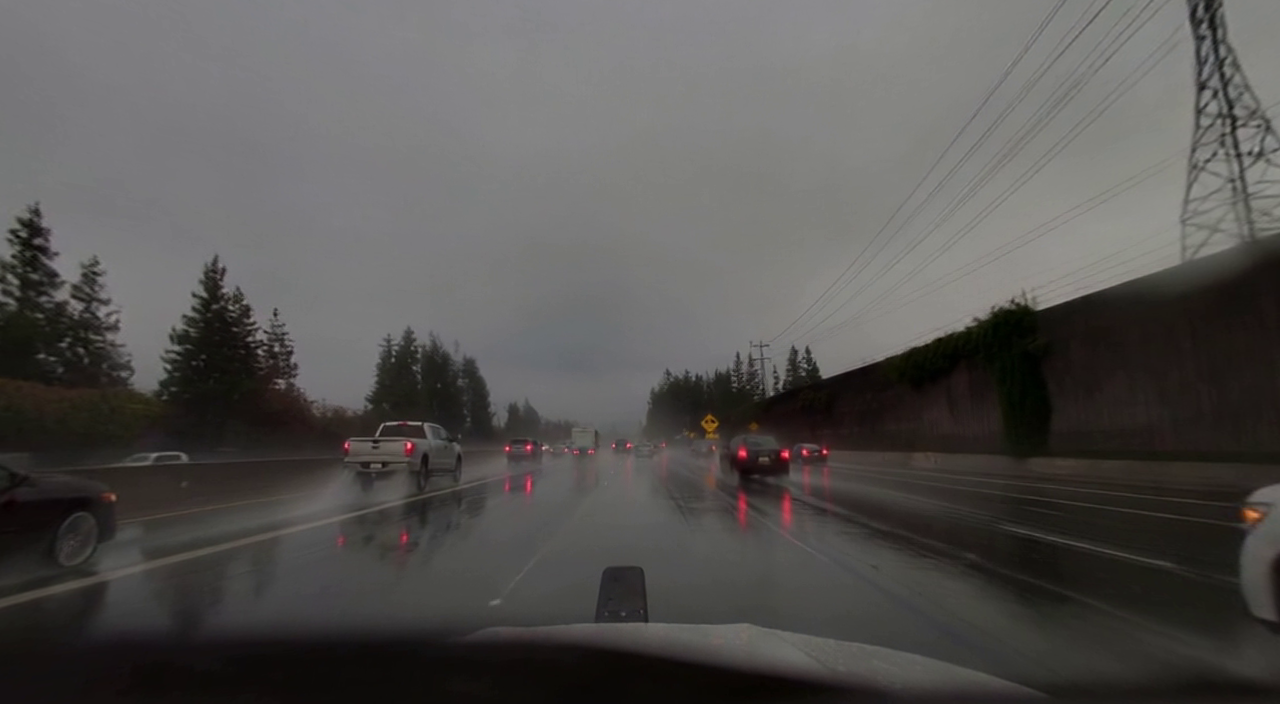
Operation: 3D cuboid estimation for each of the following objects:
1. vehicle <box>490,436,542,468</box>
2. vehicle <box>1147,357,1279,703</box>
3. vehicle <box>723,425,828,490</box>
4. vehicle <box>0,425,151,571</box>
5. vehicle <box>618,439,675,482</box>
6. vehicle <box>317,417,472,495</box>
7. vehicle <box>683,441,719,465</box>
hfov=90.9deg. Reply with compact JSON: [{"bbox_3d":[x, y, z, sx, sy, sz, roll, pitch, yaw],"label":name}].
[{"bbox_3d":[-6.970,5.695,35.930,1.978,1.680,4.263,0,-9,1],"label":"vehicle"},{"bbox_3d":[3.914,0.648,1.391,2.002,1.691,4.290,0,-9,1],"label":"vehicle"},{"bbox_3d":[4.071,3.274,19.851,2.195,1.778,4.455,0,-9,-2],"label":"vehicle"},{"bbox_3d":[-7.519,1.453,6.183,1.911,1.479,4.312,0,-9,1],"label":"vehicle"},{"bbox_3d":[0.215,4.042,23.806,1.966,1.444,3.986,0,-9,0],"label":"vehicle"},{"bbox_3d":[-6.975,3.068,18.853,2.269,1.936,5.777,0,-9,0],"label":"vehicle"},{"bbox_3d":[3.906,6.528,40.850,1.895,1.429,3.908,0,-9,-1],"label":"vehicle"}]
